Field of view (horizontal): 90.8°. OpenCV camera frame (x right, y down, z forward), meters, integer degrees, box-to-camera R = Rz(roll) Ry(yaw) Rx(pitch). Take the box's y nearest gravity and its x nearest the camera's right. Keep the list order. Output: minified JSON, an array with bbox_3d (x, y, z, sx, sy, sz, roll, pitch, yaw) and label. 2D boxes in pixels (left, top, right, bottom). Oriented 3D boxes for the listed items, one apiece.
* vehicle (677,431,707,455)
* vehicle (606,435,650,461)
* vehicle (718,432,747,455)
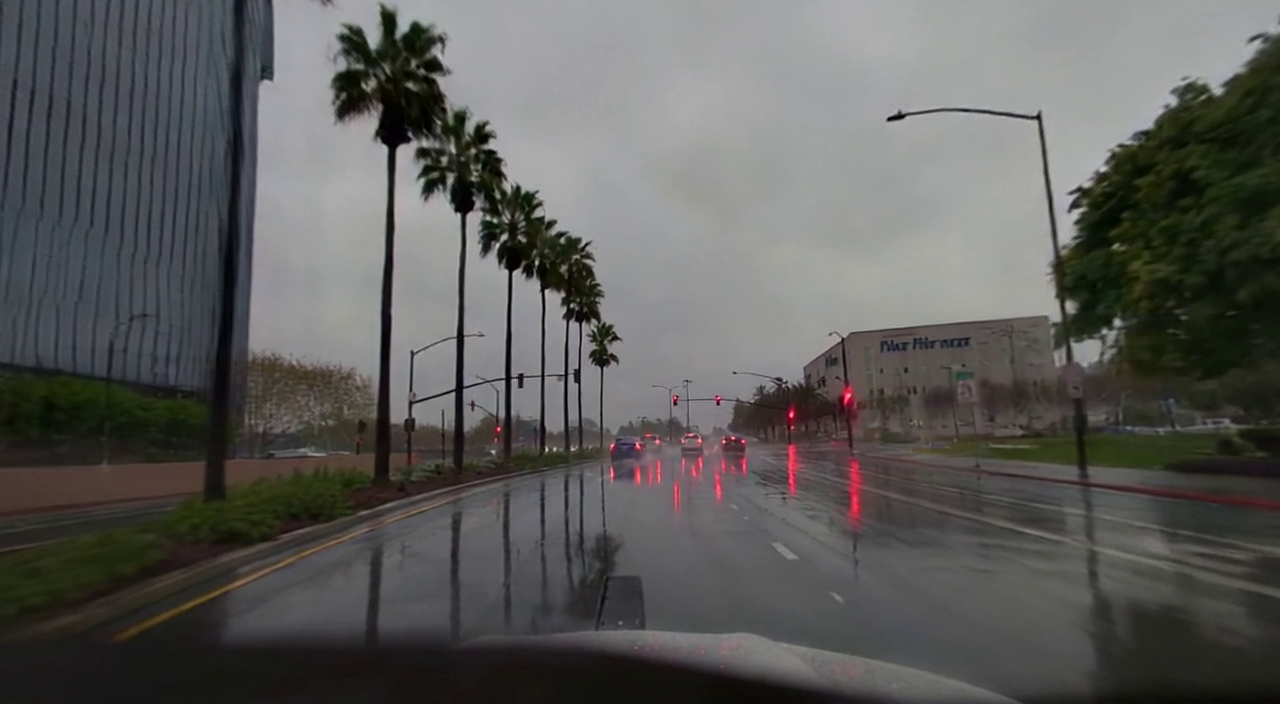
[{"bbox_3d":[4.045,7.053,48.754,2.060,1.730,4.257,-1,-8,8],"label":"vehicle"},{"bbox_3d":[-0.637,5.880,38.707,1.962,1.480,4.605,-1,-8,8],"label":"vehicle"},{"bbox_3d":[6.789,6.778,46.707,1.936,1.567,3.896,-1,-8,6],"label":"vehicle"}]
